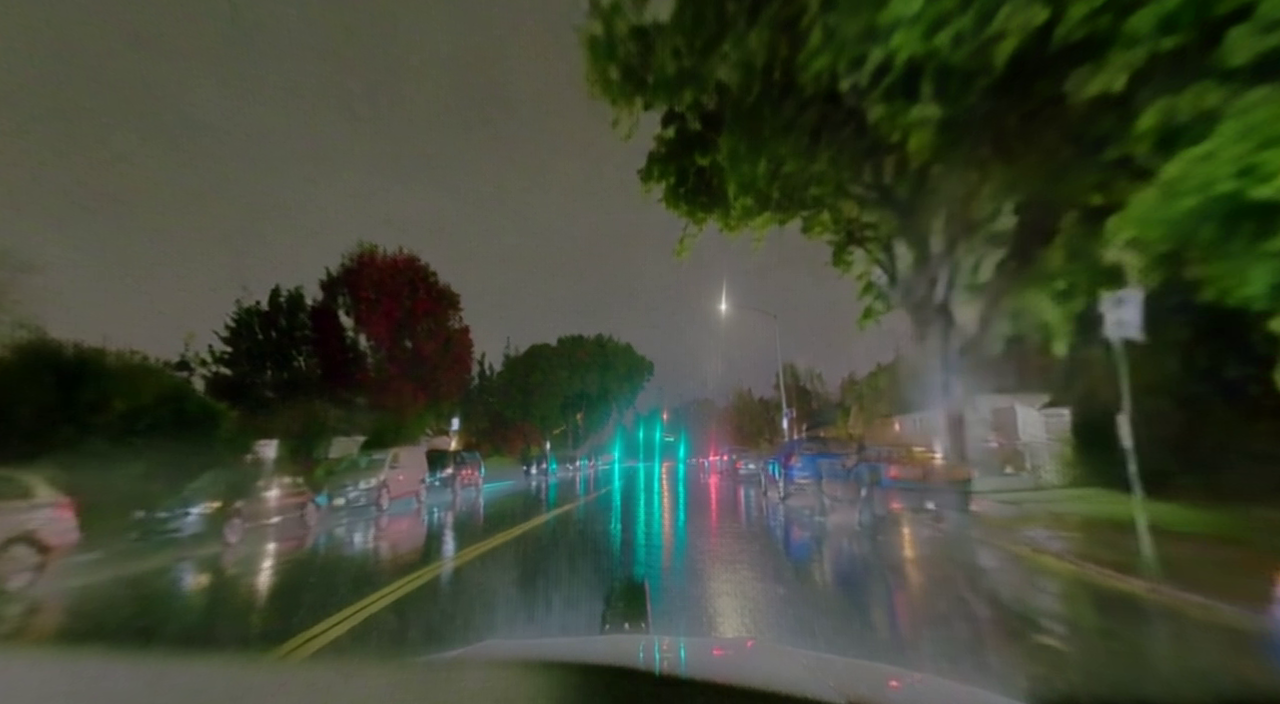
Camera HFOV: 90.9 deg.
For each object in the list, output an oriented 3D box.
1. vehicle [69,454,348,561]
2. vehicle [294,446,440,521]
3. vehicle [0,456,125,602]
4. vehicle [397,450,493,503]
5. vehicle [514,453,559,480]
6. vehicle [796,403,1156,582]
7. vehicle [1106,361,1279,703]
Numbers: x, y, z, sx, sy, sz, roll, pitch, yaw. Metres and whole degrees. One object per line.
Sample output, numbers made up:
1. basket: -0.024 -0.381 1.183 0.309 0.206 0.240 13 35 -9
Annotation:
1. vehicle: -7.549 2.714 11.766 1.948 1.477 4.518 -2 -9 1
2. vehicle: -7.388 3.538 17.658 1.973 1.755 4.528 -1 -8 1
3. vehicle: -7.638 1.760 5.748 1.963 1.470 4.671 -2 -9 0
4. vehicle: -7.135 4.557 23.621 1.996 1.628 4.603 -1 -8 2
5. vehicle: -6.465 7.188 39.726 1.903 1.463 4.526 -1 -8 2
6. vehicle: 4.488 2.014 10.202 2.434 1.948 6.400 0 -8 1
7. vehicle: 3.920 0.736 1.436 2.216 1.779 4.630 0 -8 2
